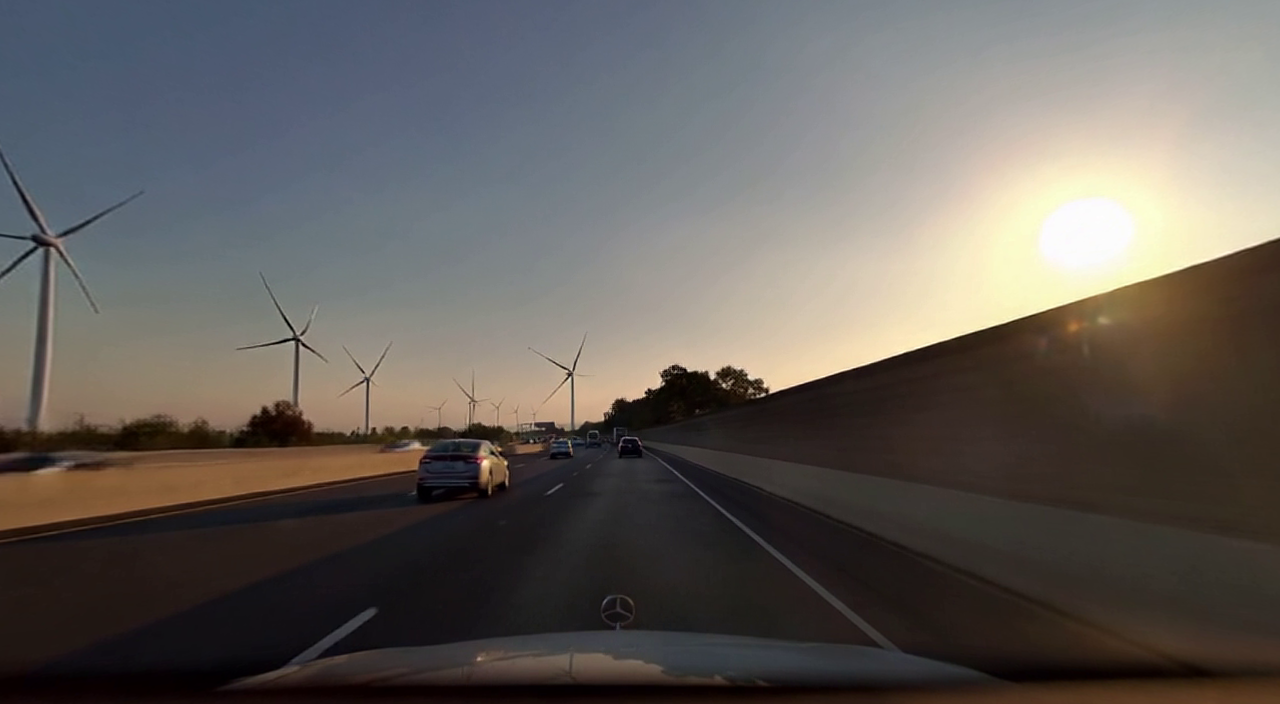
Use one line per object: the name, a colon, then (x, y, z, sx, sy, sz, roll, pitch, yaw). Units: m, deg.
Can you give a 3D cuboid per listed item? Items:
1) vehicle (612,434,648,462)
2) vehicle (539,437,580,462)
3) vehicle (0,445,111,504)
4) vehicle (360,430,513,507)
vehicle: (-0.588, 5.667, 37.442, 2.027, 1.550, 3.607, 0, -8, -1)
vehicle: (-4.884, 5.938, 38.645, 2.059, 1.436, 3.802, 0, -8, -1)
vehicle: (-18.070, 3.472, 18.174, 2.043, 1.488, 4.151, 0, -8, -1)
vehicle: (-4.403, 2.578, 14.532, 1.998, 1.468, 4.635, 0, -8, 0)
